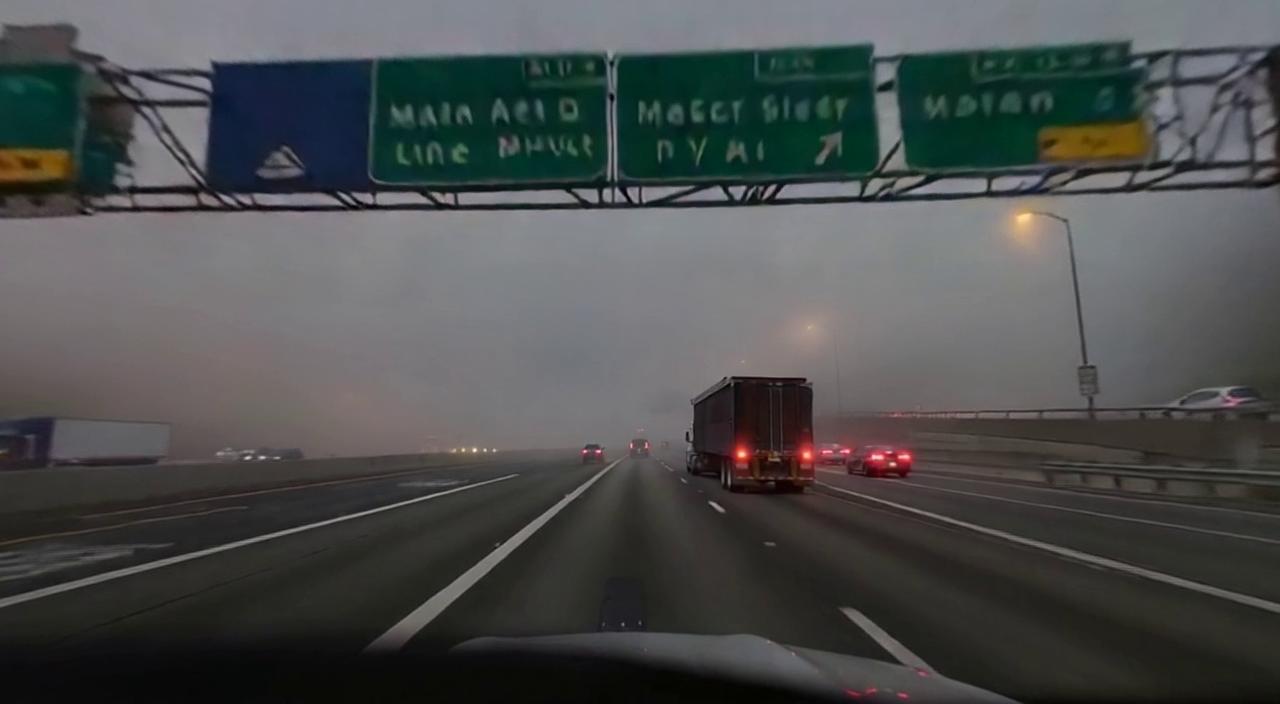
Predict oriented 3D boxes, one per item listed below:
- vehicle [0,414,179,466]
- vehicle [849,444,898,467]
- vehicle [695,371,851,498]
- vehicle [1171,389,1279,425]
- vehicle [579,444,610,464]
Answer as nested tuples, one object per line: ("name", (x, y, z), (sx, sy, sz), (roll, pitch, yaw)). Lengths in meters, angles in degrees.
("vehicle", (-34.406, 5.462, 38.511), (2.707, 2.682, 12.974), (0, -8, -1))
("vehicle", (17.458, 7.757, 47.071), (2.021, 1.549, 4.322), (1, -9, 0))
("vehicle", (4.006, 2.969, 22.156), (3.049, 3.395, 10.595), (0, -9, -1))
("vehicle", (28.545, 2.713, 30.309), (1.928, 1.603, 4.315), (1, -7, -2))
("vehicle", (-3.572, 8.086, 49.882), (2.143, 1.529, 4.918), (0, -9, -1))
